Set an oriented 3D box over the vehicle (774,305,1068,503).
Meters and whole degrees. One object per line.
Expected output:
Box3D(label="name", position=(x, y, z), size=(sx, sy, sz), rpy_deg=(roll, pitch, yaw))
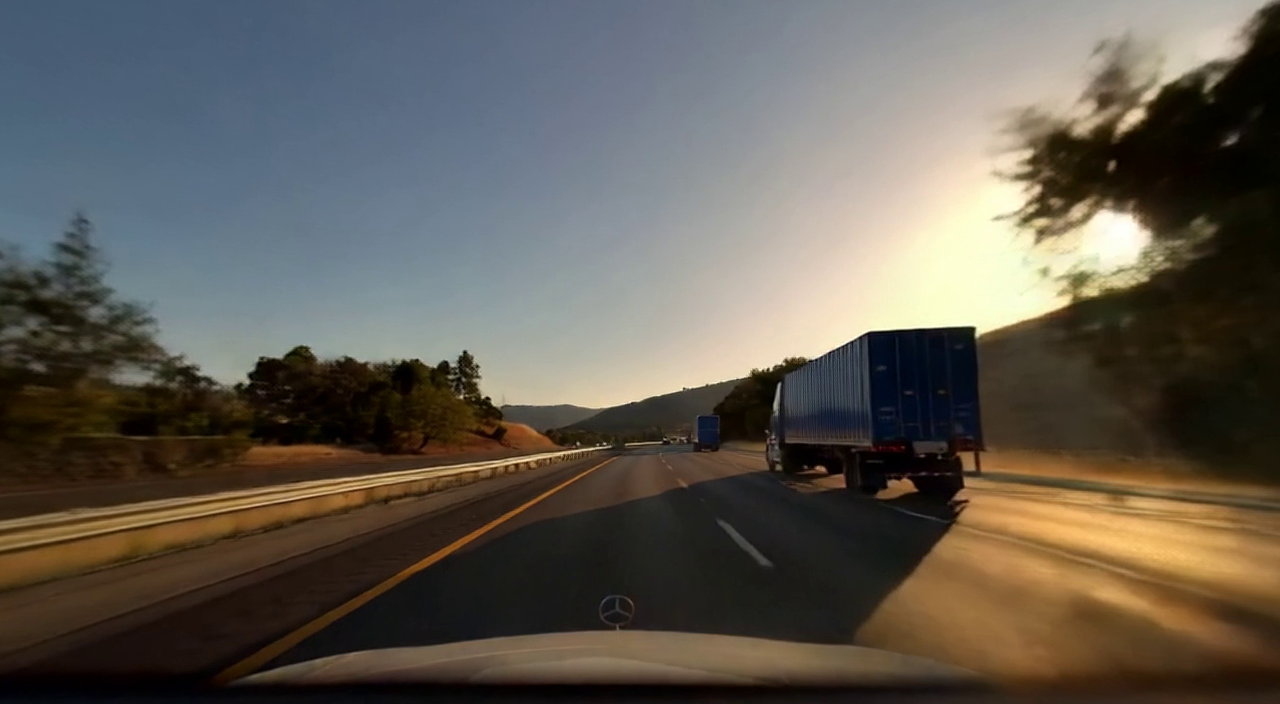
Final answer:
Box3D(label="vehicle", position=(7.221, 2.025, 19.960), size=(2.885, 4.075, 13.981), rpy_deg=(-1, -8, 0))
